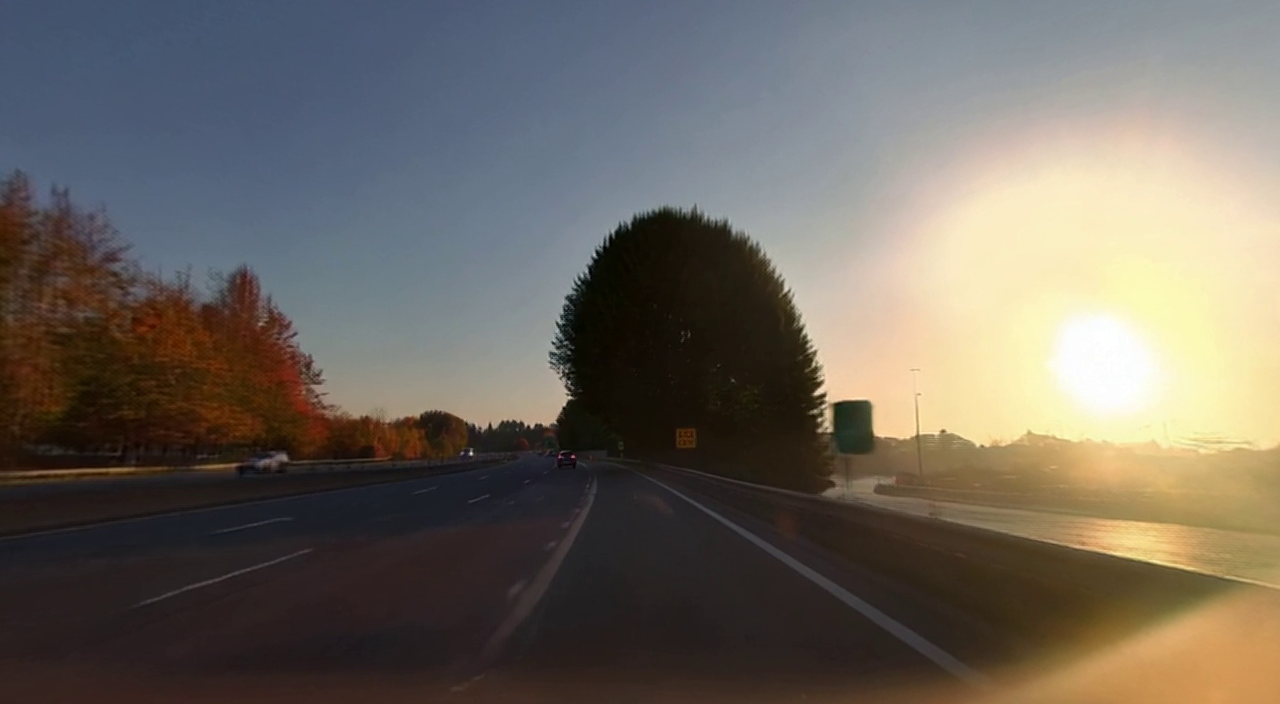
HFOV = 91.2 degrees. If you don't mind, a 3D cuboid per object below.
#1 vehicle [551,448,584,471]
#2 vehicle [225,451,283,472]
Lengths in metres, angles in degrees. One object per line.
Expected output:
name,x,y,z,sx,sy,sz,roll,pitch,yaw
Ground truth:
vehicle,-5.374,8.028,46.846,2.248,1.619,3.848,0,-9,-4
vehicle,-28.572,8.115,46.517,1.809,1.432,4.193,0,-9,-3
